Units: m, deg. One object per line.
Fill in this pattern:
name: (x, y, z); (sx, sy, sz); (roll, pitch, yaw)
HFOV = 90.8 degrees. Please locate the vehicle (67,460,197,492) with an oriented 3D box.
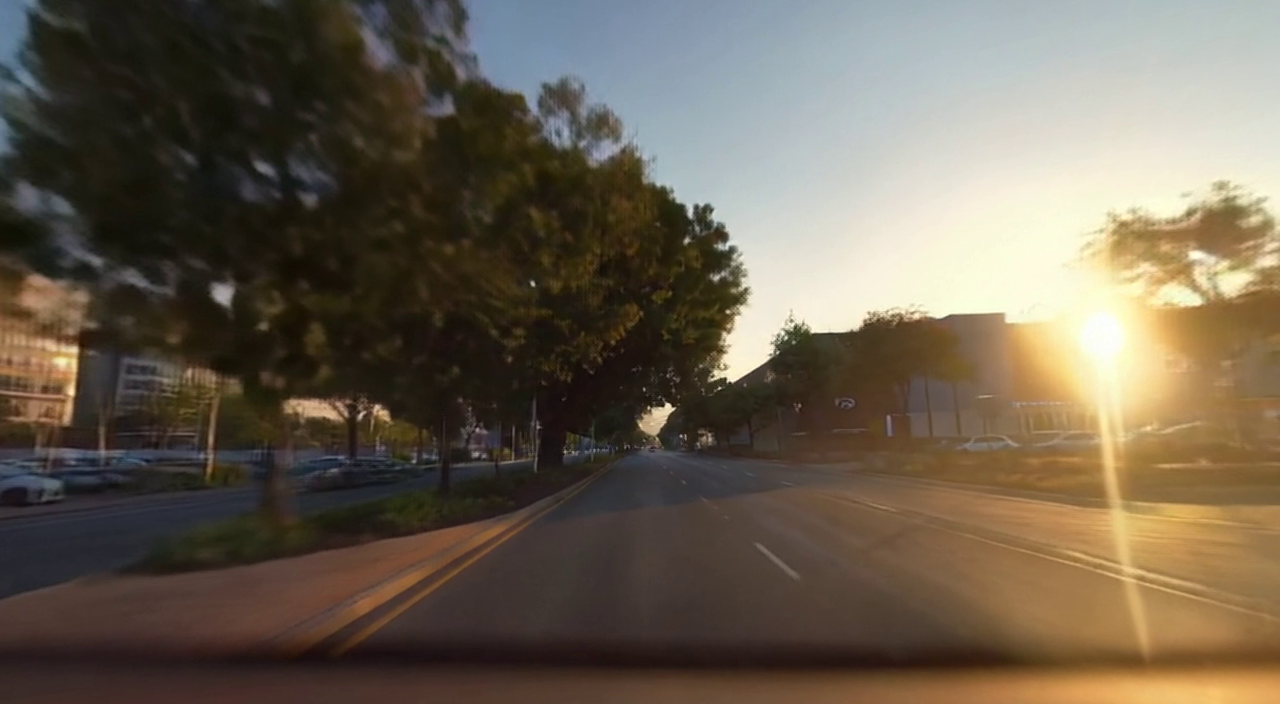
vehicle: (-26.371, 6.419, 33.039); (4.810, 1.465, 2.056); (3, -9, -22)

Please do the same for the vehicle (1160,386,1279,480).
vehicle: (25.640, 3.358, 25.814); (2.718, 3.538, 7.077); (0, -9, 2)
